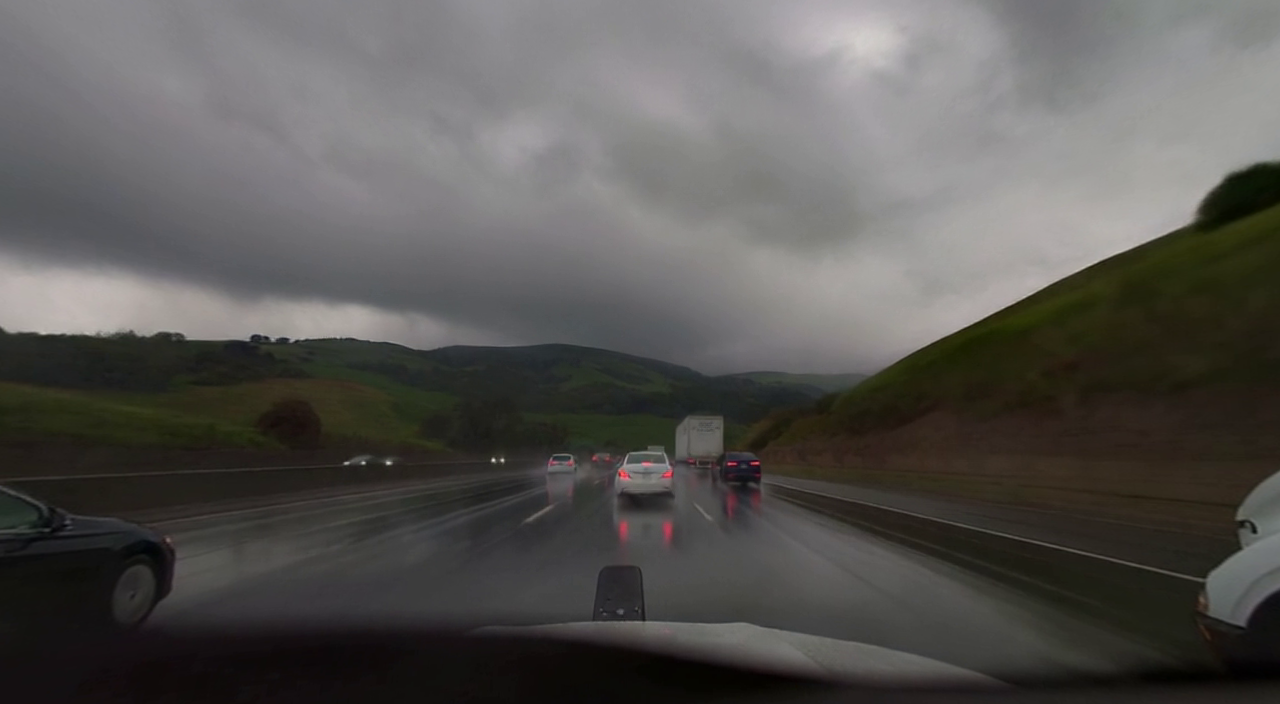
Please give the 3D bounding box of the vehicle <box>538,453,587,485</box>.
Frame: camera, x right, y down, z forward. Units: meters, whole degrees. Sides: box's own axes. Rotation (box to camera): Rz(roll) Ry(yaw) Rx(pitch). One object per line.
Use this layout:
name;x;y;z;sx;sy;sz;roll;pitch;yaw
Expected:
vehicle;-3.787;5.776;31.419;1.848;1.486;3.832;0;-9;1

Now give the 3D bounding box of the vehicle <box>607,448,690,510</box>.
vehicle;0.228;3.428;17.392;2.041;1.484;3.535;0;-9;0

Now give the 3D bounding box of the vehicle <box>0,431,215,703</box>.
vehicle;-4.413;1.093;2.793;1.920;1.506;4.454;0;-9;0

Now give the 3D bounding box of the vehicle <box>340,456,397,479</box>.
vehicle;-18.945;8.046;44.235;1.985;1.527;4.174;-1;-9;3

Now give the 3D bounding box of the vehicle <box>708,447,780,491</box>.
vehicle;4.036;4.631;25.305;2.029;1.579;4.484;0;-9;-1
